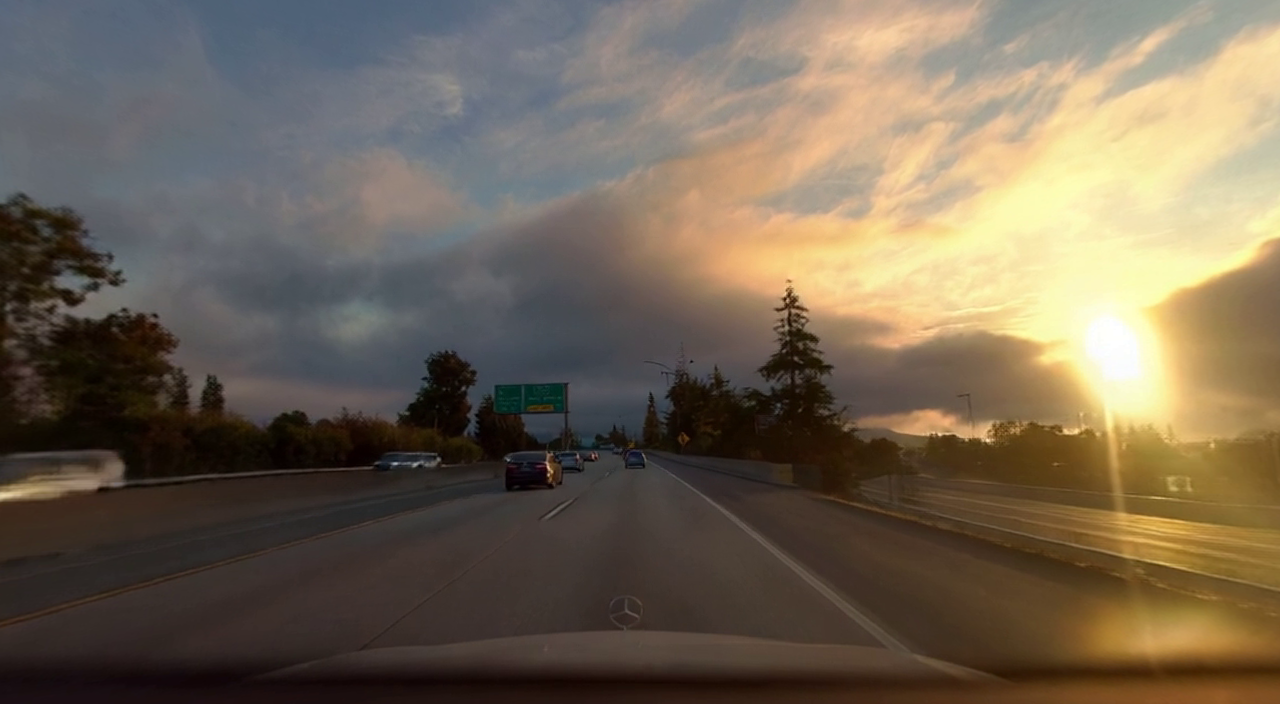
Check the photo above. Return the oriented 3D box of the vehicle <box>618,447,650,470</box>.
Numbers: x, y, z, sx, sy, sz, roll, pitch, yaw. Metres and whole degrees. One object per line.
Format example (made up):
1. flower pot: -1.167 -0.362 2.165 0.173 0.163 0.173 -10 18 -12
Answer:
1. vehicle: -0.425 7.227 43.051 2.100 1.471 3.956 0 -8 -1

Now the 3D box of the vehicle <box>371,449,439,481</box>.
1. vehicle: -13.631 6.539 36.863 2.105 1.676 4.777 0 -8 0

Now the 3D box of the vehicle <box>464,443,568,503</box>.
1. vehicle: -3.444 3.447 18.507 2.067 1.509 4.551 0 -8 1
